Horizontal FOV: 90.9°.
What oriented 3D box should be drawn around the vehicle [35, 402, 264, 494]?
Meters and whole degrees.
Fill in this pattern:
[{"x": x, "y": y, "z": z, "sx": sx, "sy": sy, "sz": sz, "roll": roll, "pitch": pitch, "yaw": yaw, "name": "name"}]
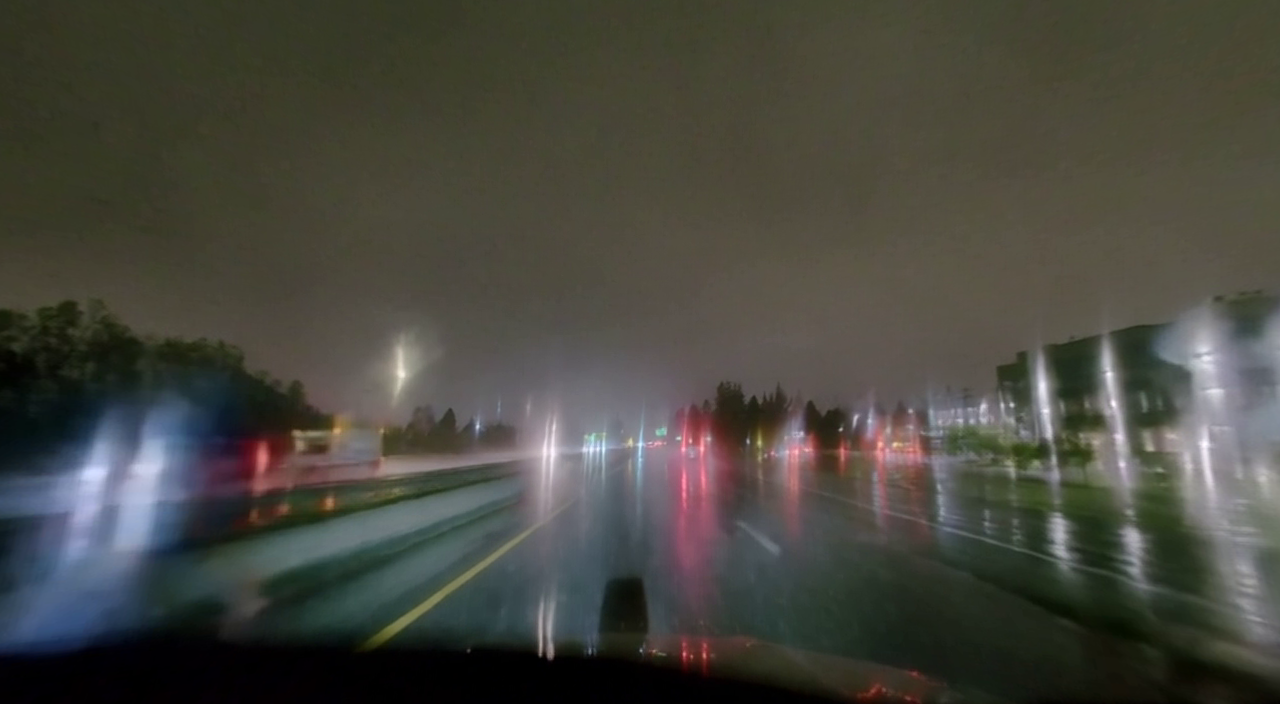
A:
[{"x": -19.725, "y": 3.953, "z": 26.306, "sx": 2.938, "sy": 3.241, "sz": 7.954, "roll": 0, "pitch": -8, "yaw": 1, "name": "vehicle"}]
